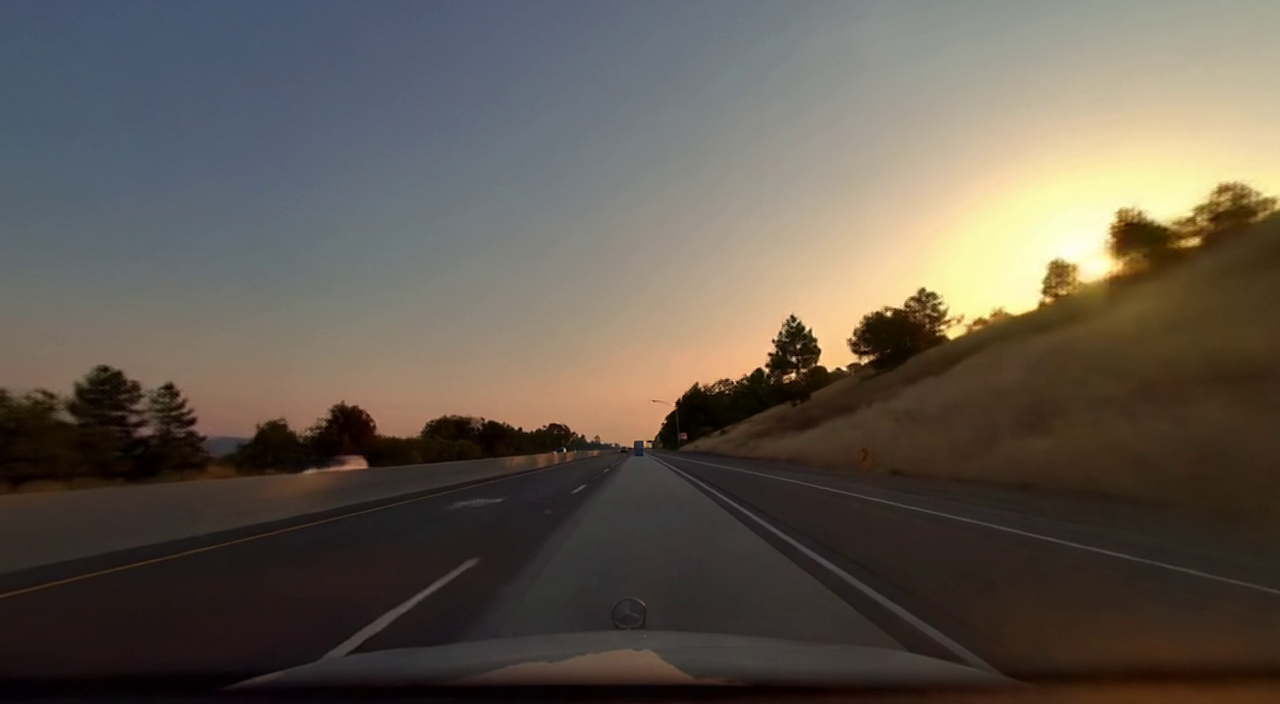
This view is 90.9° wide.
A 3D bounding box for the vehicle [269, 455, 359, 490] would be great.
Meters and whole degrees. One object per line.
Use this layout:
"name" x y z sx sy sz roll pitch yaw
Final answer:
"vehicle" -16.319 6.057 31.863 2.089 1.568 4.491 0 -9 1
